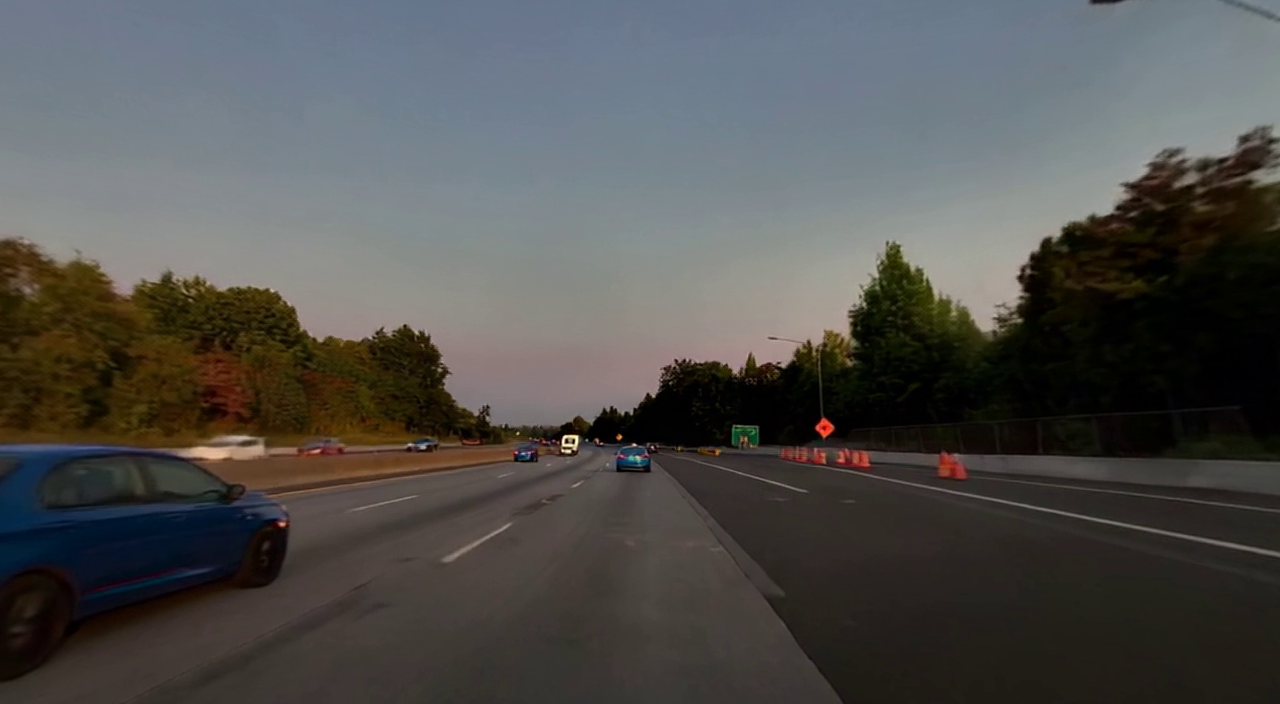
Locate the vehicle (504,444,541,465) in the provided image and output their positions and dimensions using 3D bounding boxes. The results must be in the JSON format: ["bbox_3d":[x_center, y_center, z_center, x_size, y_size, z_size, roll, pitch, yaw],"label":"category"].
[{"bbox_3d":[-8.604,7.540,46.327,1.946,1.472,4.472,0,-8,0],"label":"vehicle"}]

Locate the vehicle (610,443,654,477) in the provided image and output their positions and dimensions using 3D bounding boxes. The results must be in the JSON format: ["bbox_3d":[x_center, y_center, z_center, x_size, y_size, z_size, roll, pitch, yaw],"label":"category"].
[{"bbox_3d":[-0.364,5.125,30.189,1.963,1.462,4.681,0,-8,0],"label":"vehicle"}]

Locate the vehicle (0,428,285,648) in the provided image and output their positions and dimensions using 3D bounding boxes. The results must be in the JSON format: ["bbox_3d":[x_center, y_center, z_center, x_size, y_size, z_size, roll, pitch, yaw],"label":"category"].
[{"bbox_3d":[-5.144,1.345,4.992,2.001,1.415,4.360,0,-8,2],"label":"vehicle"}]
